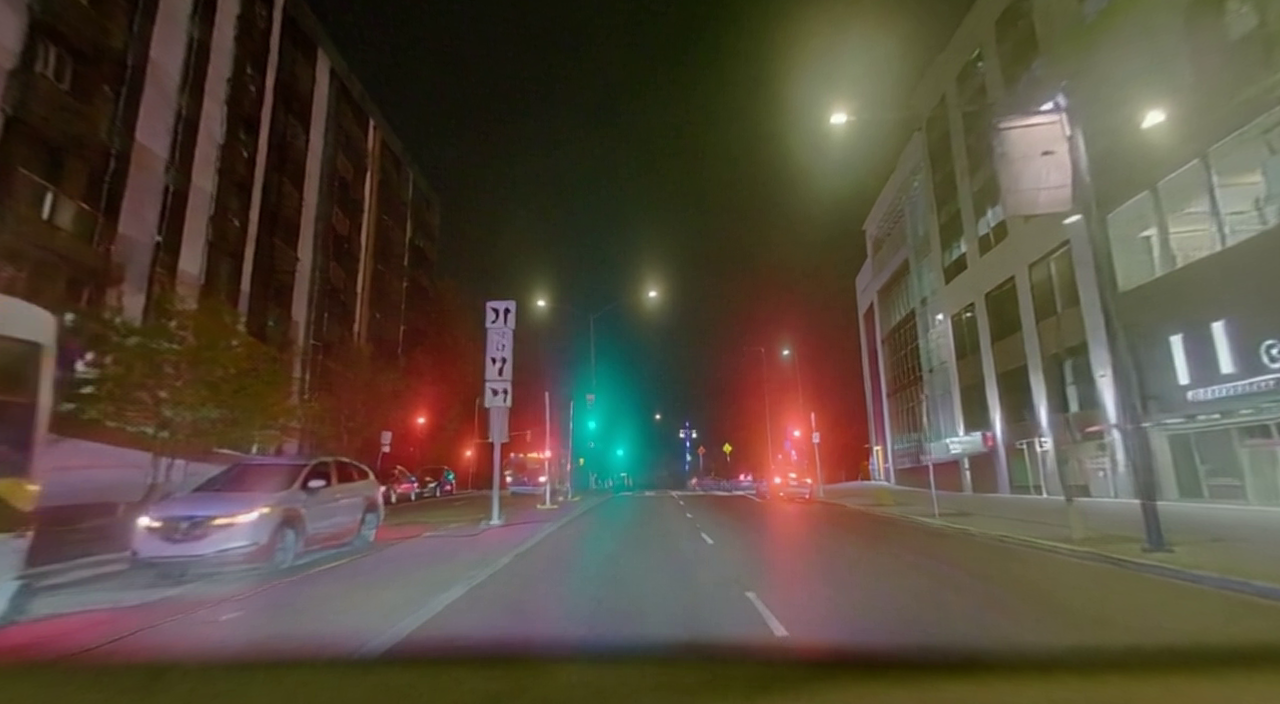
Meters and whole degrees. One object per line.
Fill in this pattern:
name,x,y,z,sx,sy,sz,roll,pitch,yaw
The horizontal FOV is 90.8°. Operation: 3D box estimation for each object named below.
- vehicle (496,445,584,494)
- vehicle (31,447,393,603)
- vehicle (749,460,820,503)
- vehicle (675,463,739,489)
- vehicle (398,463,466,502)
vehicle,-6.427,7.624,41.738,2.591,2.910,6.652,-4,-9,23
vehicle,-5.087,2.035,8.369,1.914,1.530,3.980,0,-8,1
vehicle,6.048,5.454,26.992,1.888,1.536,4.381,0,-8,-1
vehicle,5.249,9.810,49.902,4.742,1.906,1.933,0,-8,-2
vehicle,-10.700,6.705,32.836,1.908,1.721,4.285,0,-8,2
